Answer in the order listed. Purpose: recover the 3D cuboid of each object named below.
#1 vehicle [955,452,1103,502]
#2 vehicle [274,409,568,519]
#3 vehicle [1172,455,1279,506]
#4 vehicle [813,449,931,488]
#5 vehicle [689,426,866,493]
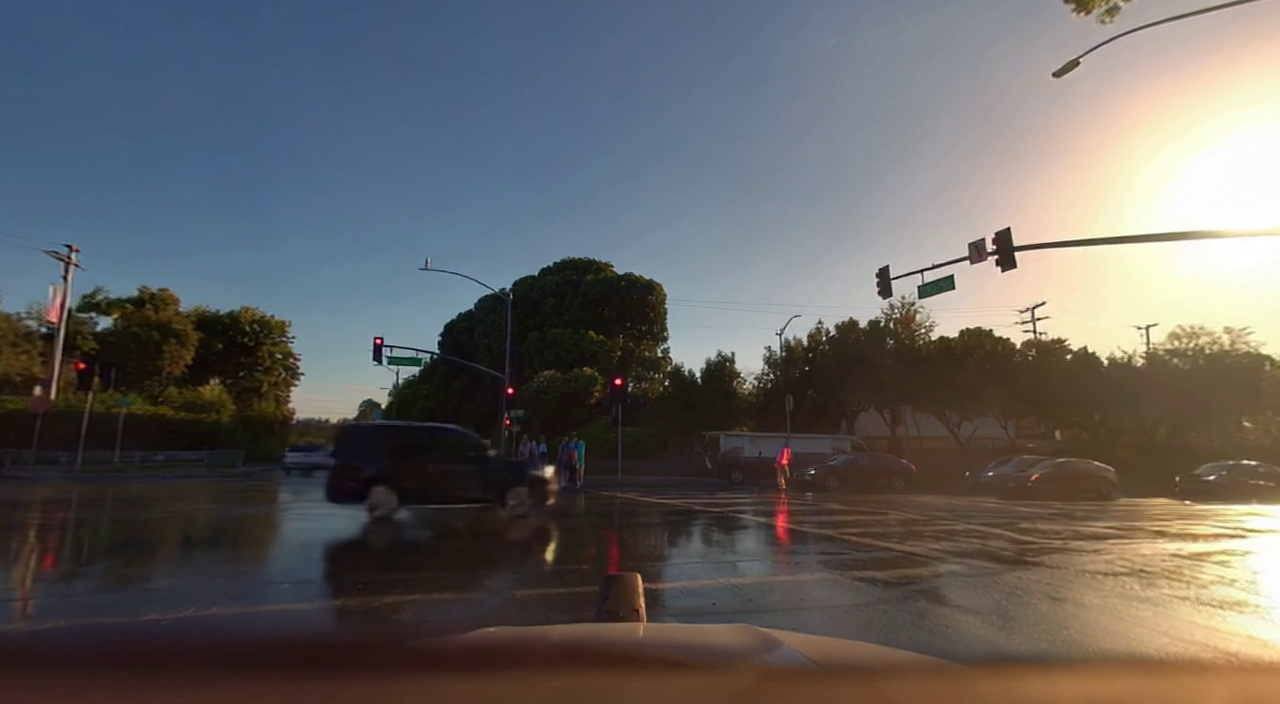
[{"bbox_3d":[14.532,4.642,23.665,4.356,1.498,1.957,-2,-8,-7],"label":"vehicle"},{"bbox_3d":[-3.843,2.040,11.701,4.633,1.739,2.090,3,-9,-17],"label":"vehicle"},{"bbox_3d":[23.925,5.026,24.901,4.322,1.522,1.795,-3,-9,-10],"label":"vehicle"},{"bbox_3d":[10.224,5.130,27.897,4.537,1.608,1.827,2,-9,-9],"label":"vehicle"},{"bbox_3d":[4.694,3.706,21.750,5.535,1.896,2.170,5,-9,-11],"label":"vehicle"}]
